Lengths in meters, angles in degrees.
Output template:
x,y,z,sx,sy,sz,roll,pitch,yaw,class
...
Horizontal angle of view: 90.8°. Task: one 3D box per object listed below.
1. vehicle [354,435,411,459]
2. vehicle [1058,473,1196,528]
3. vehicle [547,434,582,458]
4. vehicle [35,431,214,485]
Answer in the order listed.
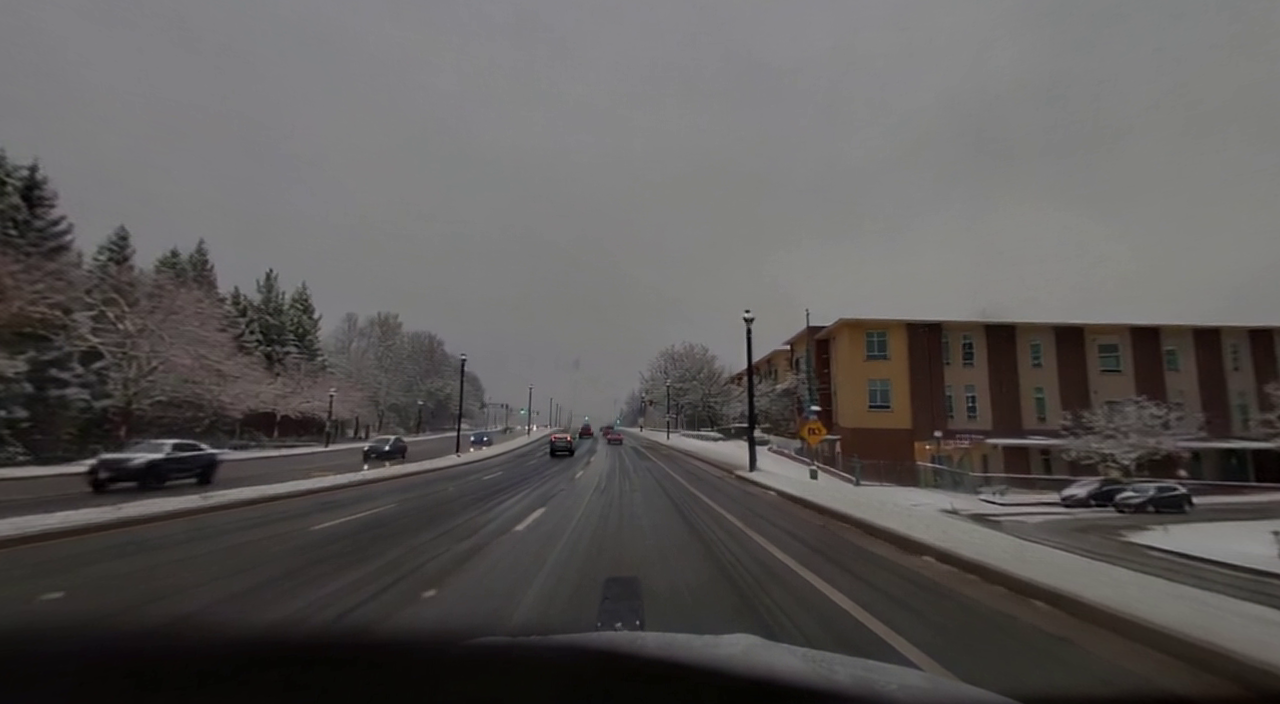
x,y,z,sx,sy,sz,roll,pitch,yaw,class
-18.139,6.713,44.765,2.079,1.560,4.702,0,-8,0,vehicle
23.138,7.136,30.208,4.619,1.807,2.224,7,-19,3,vehicle
-5.075,6.385,42.932,2.025,1.474,4.292,0,-9,-2,vehicle
-18.398,3.808,22.969,2.286,1.743,4.869,-1,-8,2,vehicle
